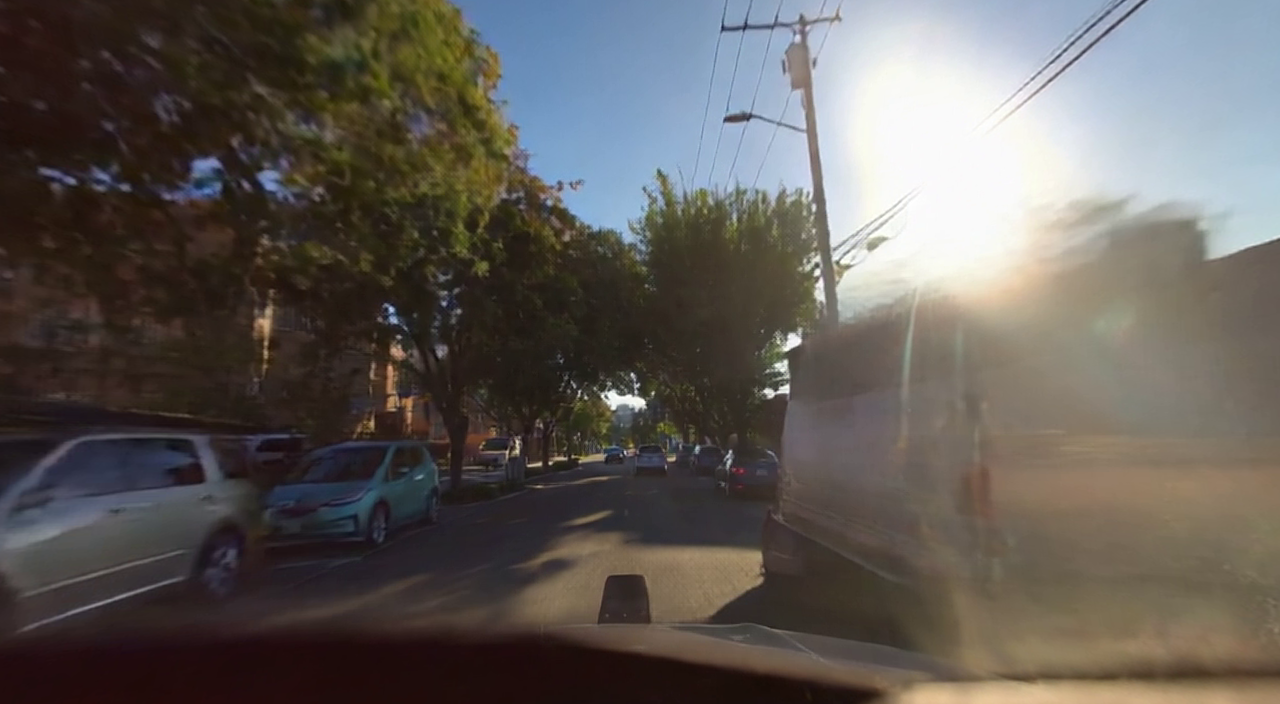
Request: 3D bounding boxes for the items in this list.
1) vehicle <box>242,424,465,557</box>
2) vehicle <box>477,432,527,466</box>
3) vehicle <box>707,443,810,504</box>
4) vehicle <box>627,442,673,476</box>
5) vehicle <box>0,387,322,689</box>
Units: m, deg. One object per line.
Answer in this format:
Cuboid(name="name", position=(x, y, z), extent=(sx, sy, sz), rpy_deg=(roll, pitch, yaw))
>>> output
Cuboid(name="vehicle", position=(-4.347, 2.069, 10.289), extent=(1.911, 1.573, 3.637), rpy_deg=(2, -4, 0))
Cuboid(name="vehicle", position=(-8.129, 5.705, 37.384), extent=(2.010, 1.747, 4.266), rpy_deg=(0, -6, 0))
Cuboid(name="vehicle", position=(3.159, 3.354, 17.795), extent=(2.086, 1.498, 4.280), rpy_deg=(0, -9, 0))
Cuboid(name="vehicle", position=(0.452, 5.153, 30.420), extent=(2.095, 1.510, 3.605), rpy_deg=(0, -9, 0))
Cuboid(name="vehicle", position=(-4.621, 1.133, 4.787), extent=(2.022, 1.721, 4.355), rpy_deg=(1, -4, 2))
